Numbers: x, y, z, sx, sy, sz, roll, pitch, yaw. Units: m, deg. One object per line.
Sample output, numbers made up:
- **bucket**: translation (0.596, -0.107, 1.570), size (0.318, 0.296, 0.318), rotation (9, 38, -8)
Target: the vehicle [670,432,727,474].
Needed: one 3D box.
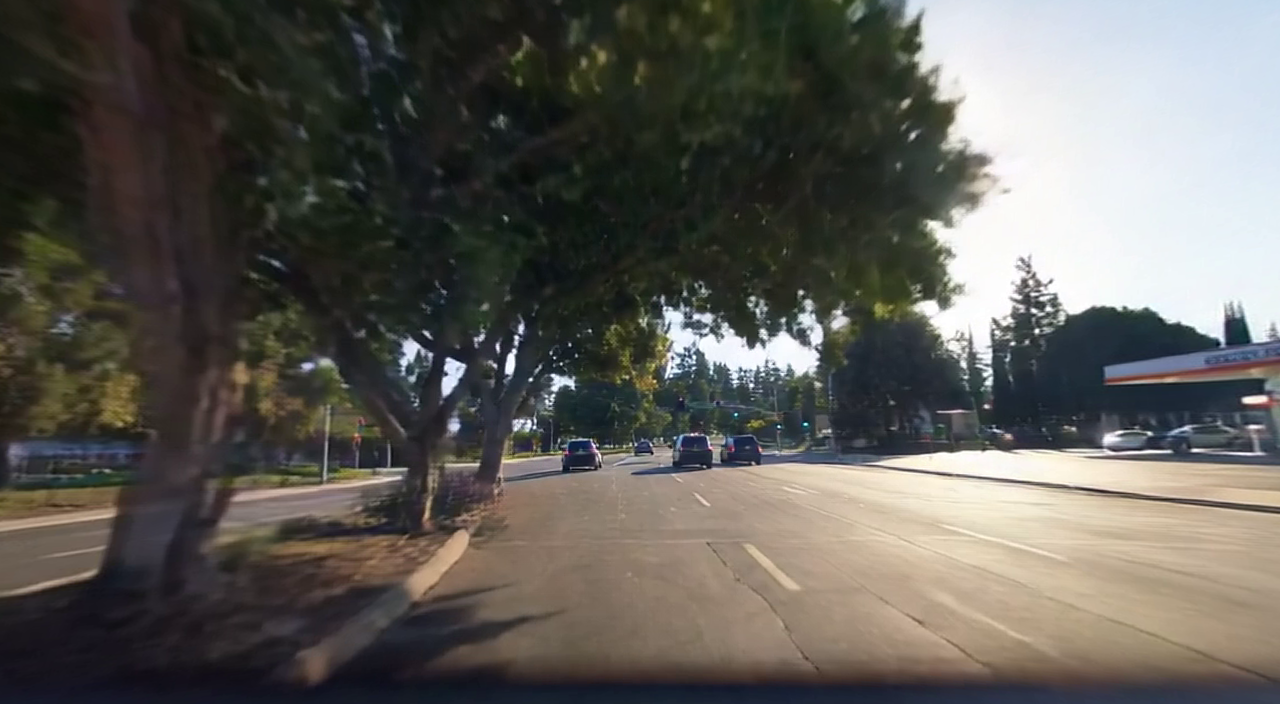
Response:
- **vehicle**: translation (2.693, 4.784, 30.105), size (2.140, 1.800, 4.660), rotation (0, -8, -1)

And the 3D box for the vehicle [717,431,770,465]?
- **vehicle**: translation (6.958, 6.516, 43.043), size (2.510, 2.176, 5.527), rotation (0, -8, -2)

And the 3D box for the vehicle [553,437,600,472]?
- **vehicle**: translation (-3.459, 5.675, 35.284), size (2.261, 1.820, 4.255), rotation (0, -8, -1)

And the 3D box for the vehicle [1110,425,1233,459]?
- **vehicle**: translation (24.289, 4.163, 29.133), size (1.805, 1.460, 4.326), rotation (0, -8, -2)
